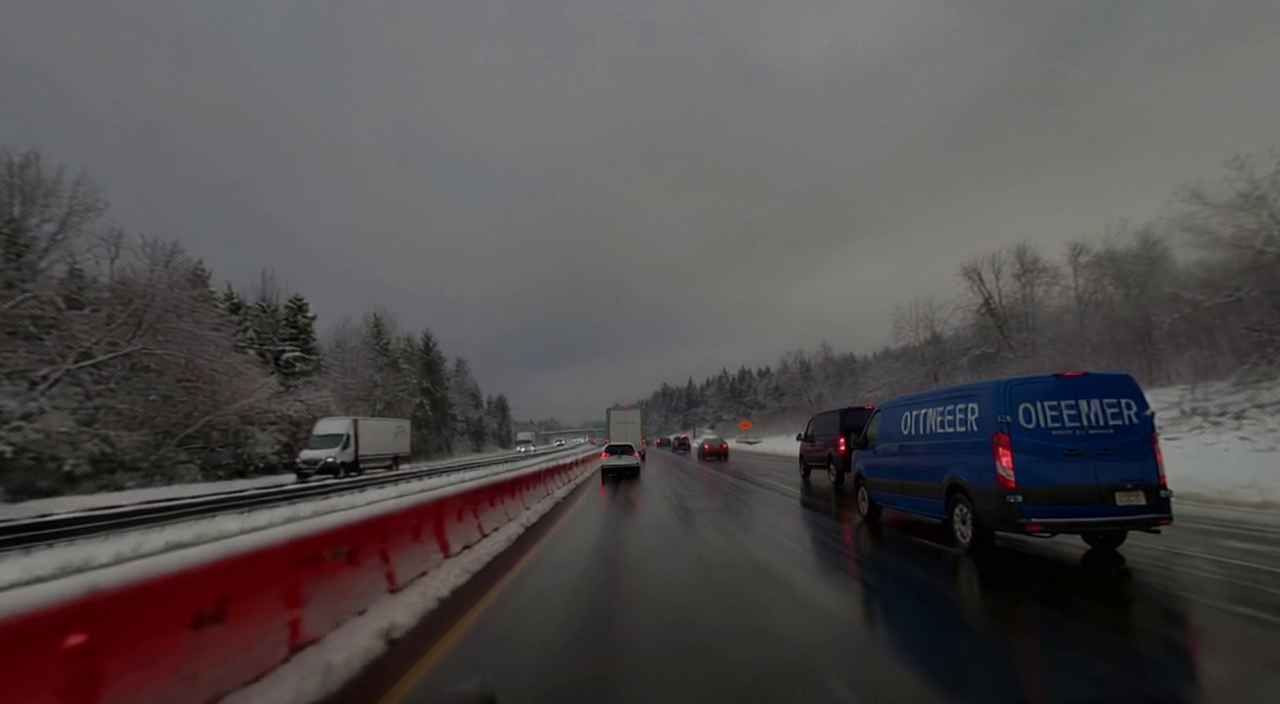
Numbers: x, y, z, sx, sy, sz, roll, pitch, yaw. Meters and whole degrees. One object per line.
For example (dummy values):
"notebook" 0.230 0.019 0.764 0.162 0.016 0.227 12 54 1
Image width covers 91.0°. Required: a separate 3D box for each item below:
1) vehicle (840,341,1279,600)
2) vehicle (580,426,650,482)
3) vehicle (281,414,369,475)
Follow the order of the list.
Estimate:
"vehicle" 4.436 1.266 7.533 2.223 2.008 5.121 0 -8 -2
"vehicle" -0.765 3.326 20.717 2.100 1.636 3.620 0 -8 -1
"vehicle" -21.768 6.384 43.856 2.977 3.918 5.877 0 -8 0
